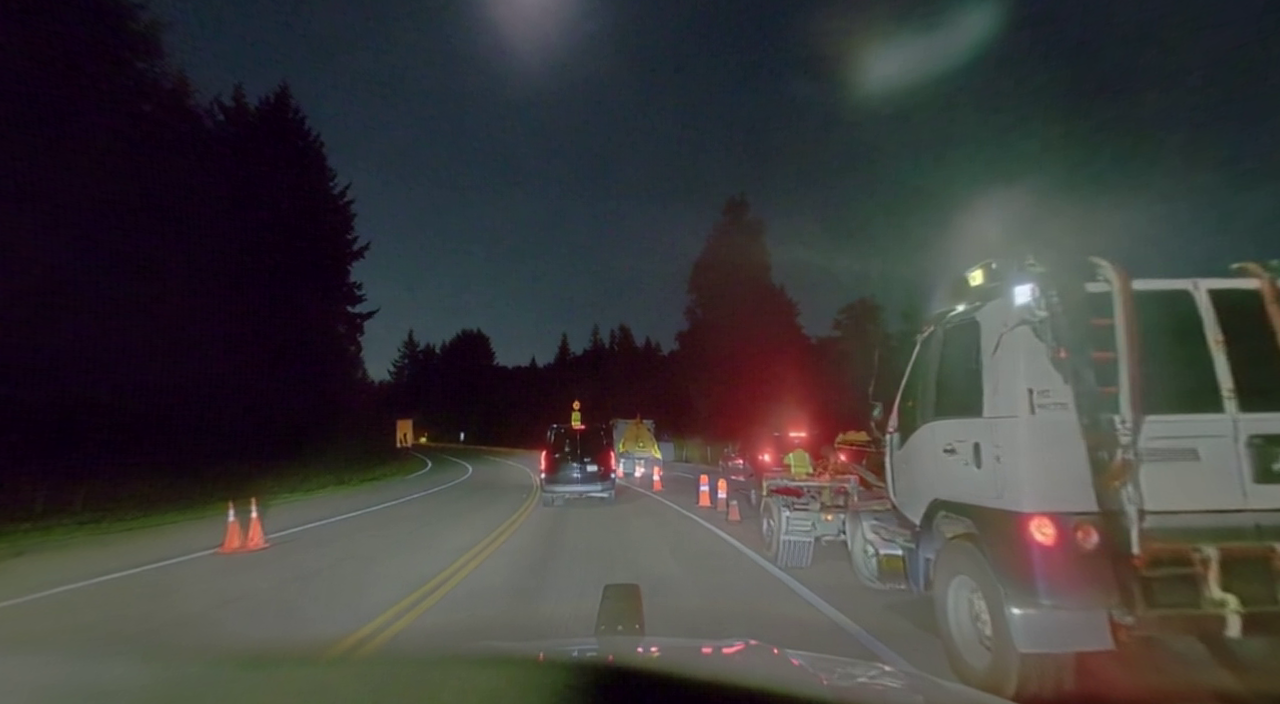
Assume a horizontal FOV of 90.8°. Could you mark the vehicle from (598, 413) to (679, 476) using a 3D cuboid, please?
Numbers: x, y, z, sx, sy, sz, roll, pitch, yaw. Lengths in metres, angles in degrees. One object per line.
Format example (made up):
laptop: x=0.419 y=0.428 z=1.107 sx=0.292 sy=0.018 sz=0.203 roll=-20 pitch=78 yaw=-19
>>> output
vehicle: x=-0.342 y=5.449 z=37.694 sx=3.126 sy=3.310 sz=8.534 roll=1 pitch=-8 yaw=-12

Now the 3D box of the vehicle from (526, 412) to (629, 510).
vehicle: x=-1.660 y=2.881 z=17.089 sx=2.362 sy=2.223 sz=4.892 roll=1 pitch=-9 yaw=-5
